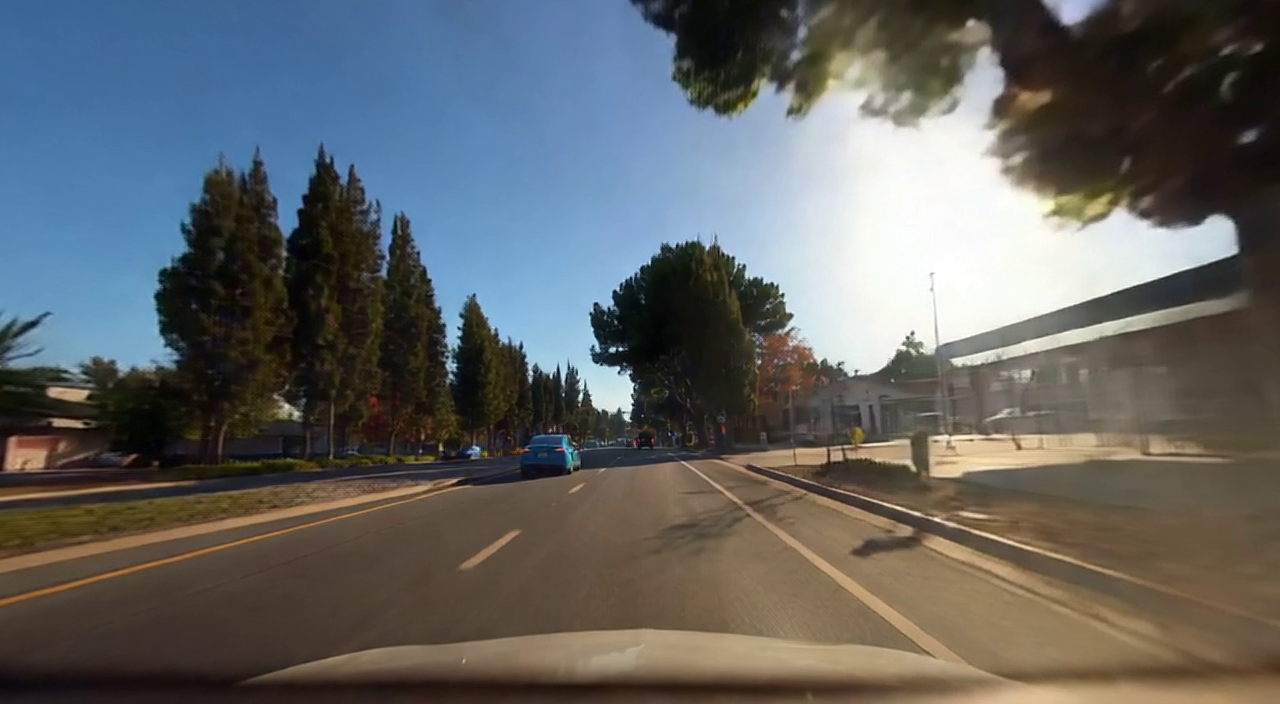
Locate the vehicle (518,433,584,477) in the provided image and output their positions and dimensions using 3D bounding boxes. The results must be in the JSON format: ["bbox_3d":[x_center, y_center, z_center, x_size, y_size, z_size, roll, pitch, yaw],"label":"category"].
[{"bbox_3d":[-3.496,4.130,25.529,1.914,1.630,4.351,0,-8,2],"label":"vehicle"}]
